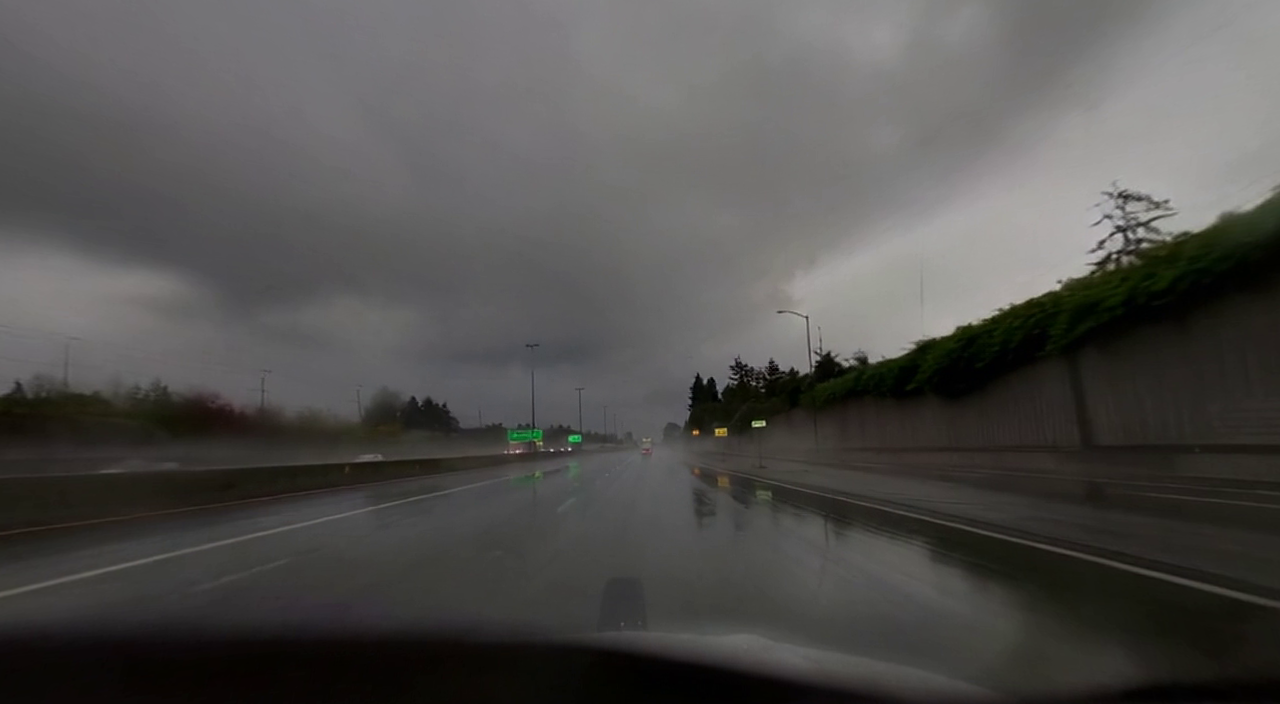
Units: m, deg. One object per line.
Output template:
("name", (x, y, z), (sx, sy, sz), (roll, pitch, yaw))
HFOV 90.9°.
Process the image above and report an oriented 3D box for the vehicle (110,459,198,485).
("vehicle", (-30.170, 7.412, 39.310), (1.926, 1.425, 4.613), (0, -9, -3))
